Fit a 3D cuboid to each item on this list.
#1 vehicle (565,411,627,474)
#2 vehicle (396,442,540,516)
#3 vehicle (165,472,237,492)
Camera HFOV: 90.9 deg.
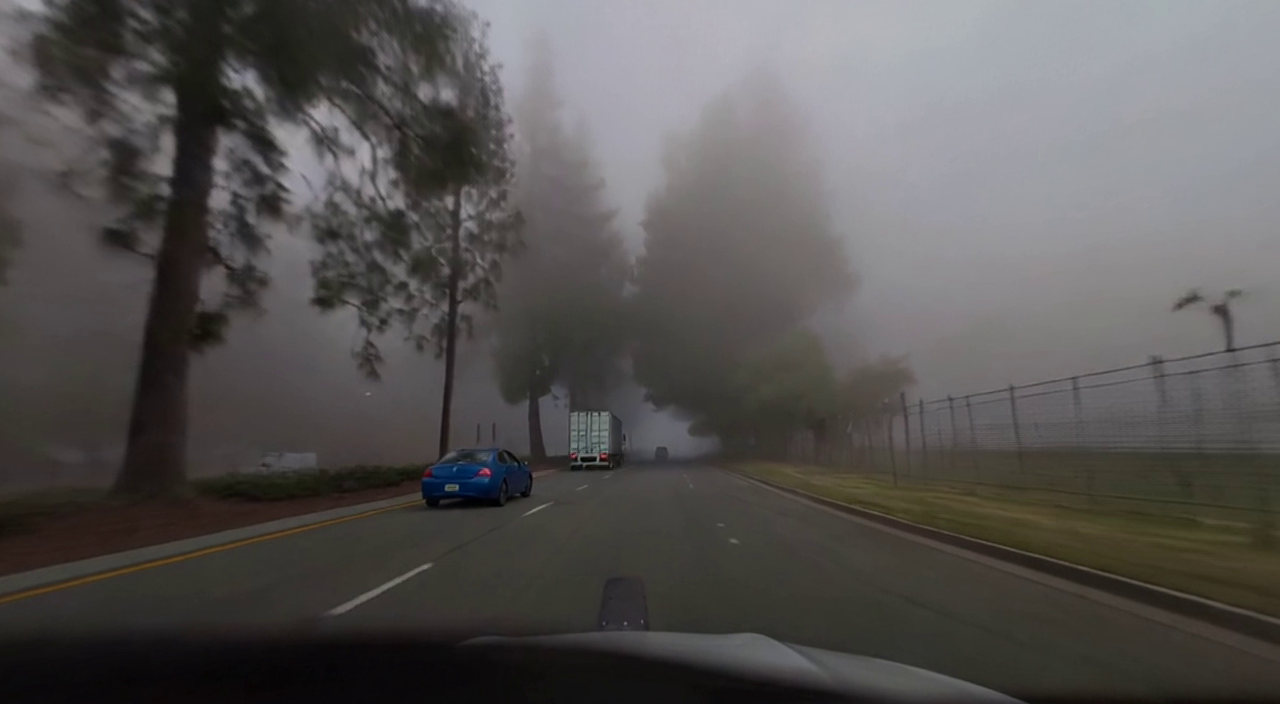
[{"bbox_3d":[-2.424,5.452,37.787,2.746,3.276,8.572,-1,-9,2],"label":"vehicle"},{"bbox_3d":[-3.815,2.879,14.869,2.005,1.462,4.345,-1,-9,2],"label":"vehicle"},{"bbox_3d":[-33.724,9.988,48.516,3.992,1.467,2.092,-1,-11,4],"label":"vehicle"}]
